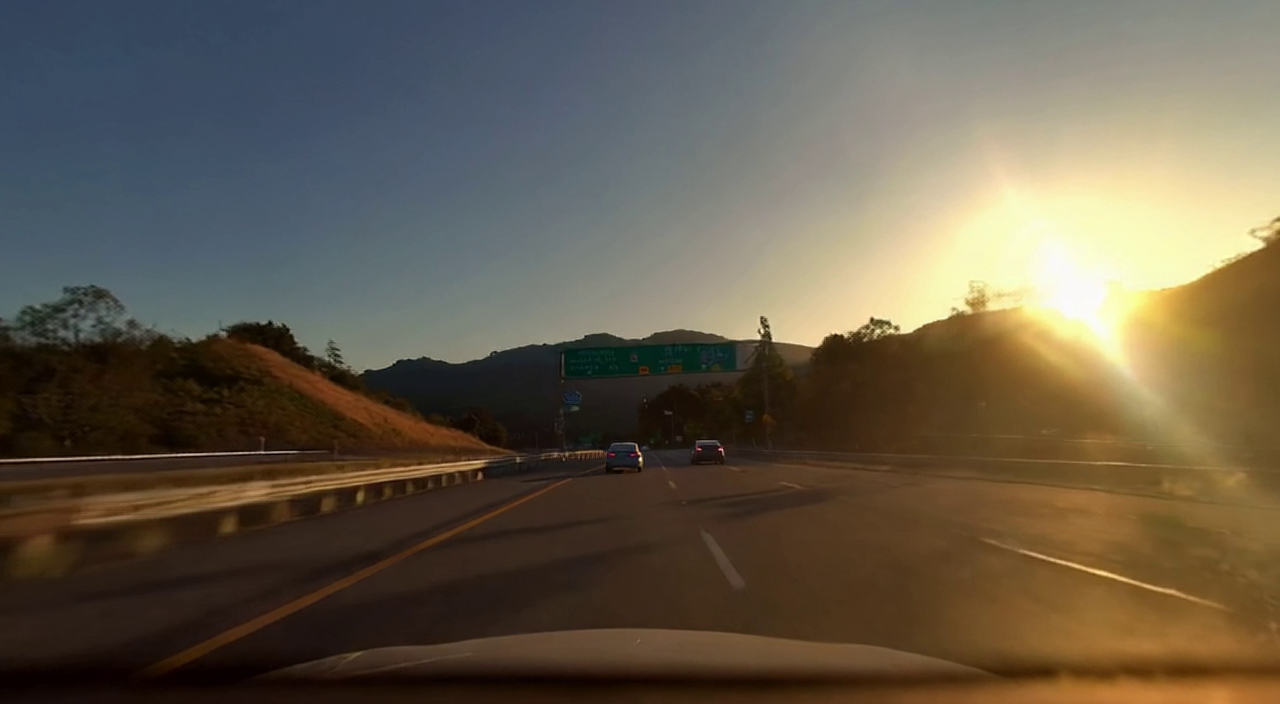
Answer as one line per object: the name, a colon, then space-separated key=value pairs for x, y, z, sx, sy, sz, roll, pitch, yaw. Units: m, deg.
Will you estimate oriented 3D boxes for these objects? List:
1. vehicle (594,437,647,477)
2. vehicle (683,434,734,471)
vehicle: x=-0.715 y=4.353 z=26.361 sx=2.050 sy=1.546 sz=4.344 roll=0 pitch=-8 yaw=1
vehicle: x=3.337 y=4.977 z=31.376 sx=2.063 sy=1.698 sz=4.355 roll=0 pitch=-8 yaw=0
